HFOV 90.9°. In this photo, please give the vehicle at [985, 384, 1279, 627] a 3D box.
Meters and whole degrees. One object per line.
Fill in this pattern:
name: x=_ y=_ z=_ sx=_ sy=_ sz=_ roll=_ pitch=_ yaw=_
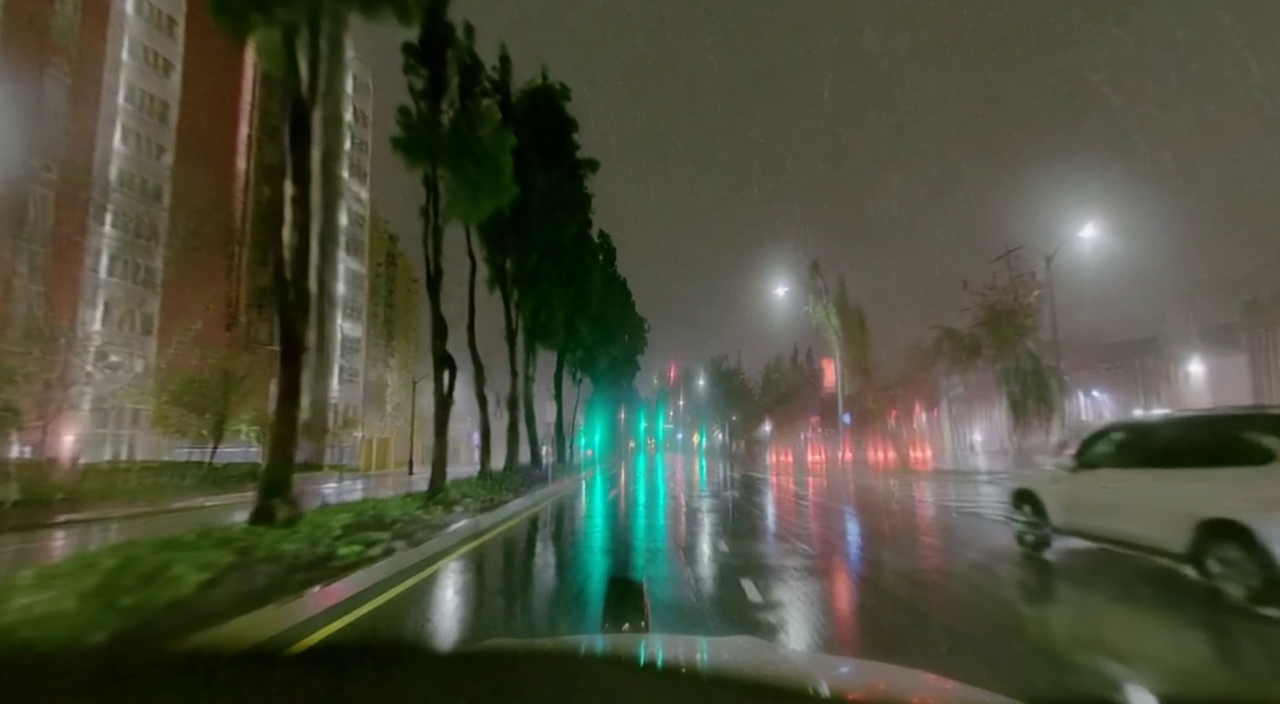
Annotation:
vehicle: x=6.063 y=1.447 z=6.653 sx=2.045 sy=1.890 sz=4.876 roll=0 pitch=-8 yaw=0
